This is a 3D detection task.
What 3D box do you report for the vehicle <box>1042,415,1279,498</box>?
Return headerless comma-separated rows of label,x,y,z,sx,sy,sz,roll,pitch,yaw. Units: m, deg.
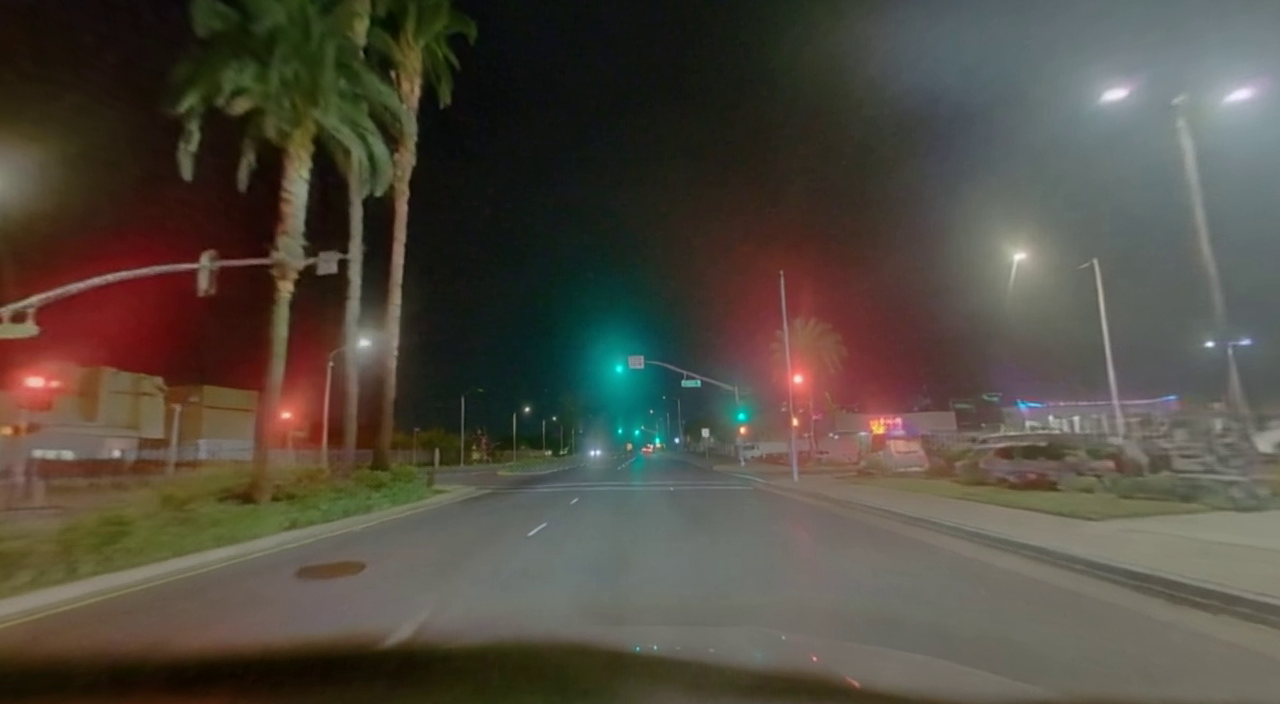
vehicle,11.540,2.264,13.691,4.273,1.628,1.865,0,-10,-4
